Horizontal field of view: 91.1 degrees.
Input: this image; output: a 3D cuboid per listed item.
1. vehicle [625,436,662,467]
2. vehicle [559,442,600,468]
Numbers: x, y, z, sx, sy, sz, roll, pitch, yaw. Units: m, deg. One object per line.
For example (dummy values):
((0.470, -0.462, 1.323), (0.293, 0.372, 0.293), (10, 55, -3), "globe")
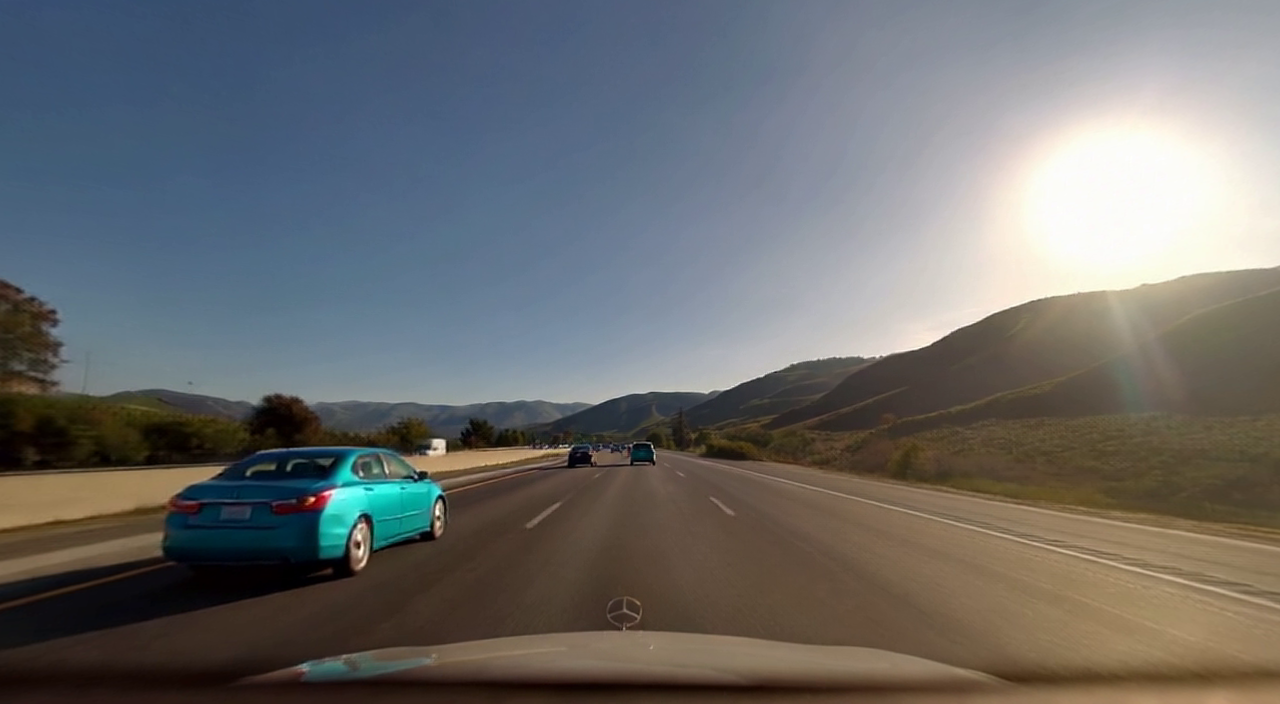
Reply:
((0.249, 6.461, 40.911), (2.272, 1.836, 4.866), (0, -8, 0), "vehicle")
((-3.711, 6.383, 39.193), (2.082, 1.485, 4.237), (0, -8, 1), "vehicle")
